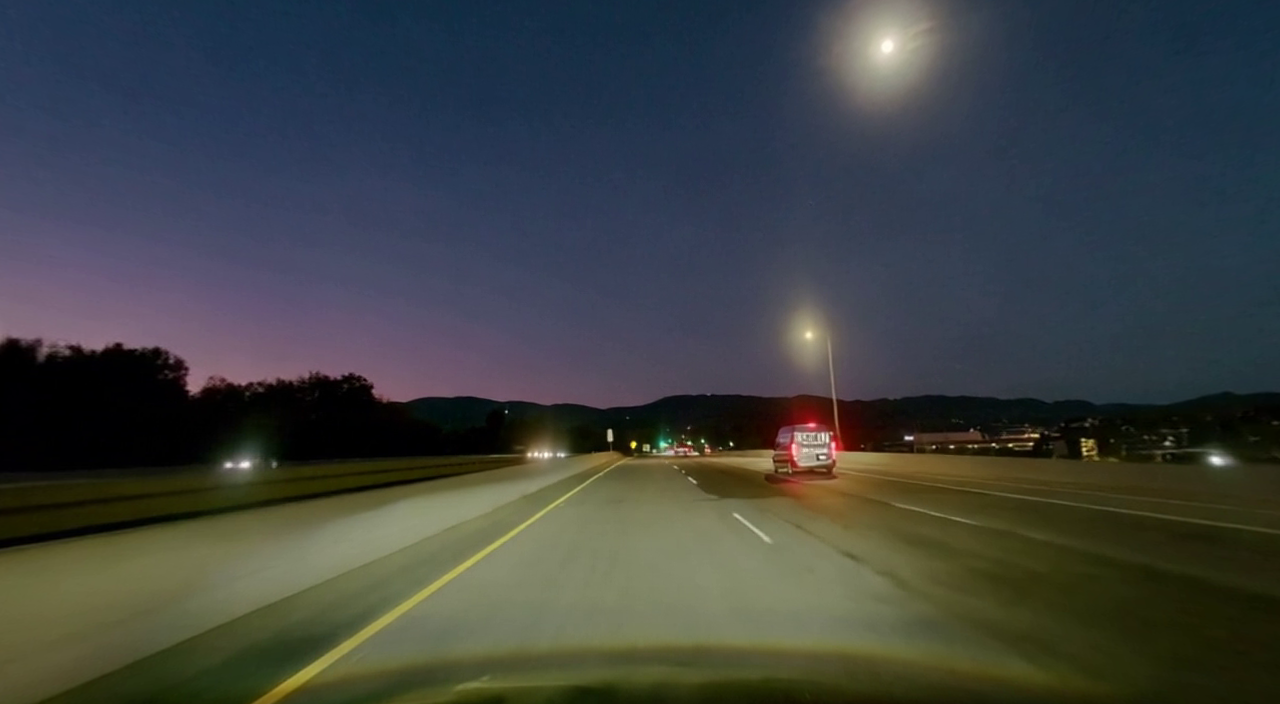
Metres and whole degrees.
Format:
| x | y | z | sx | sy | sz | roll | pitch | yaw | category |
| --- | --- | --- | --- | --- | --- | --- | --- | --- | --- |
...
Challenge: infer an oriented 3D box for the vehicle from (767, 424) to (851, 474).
| x | y | z | sx | sy | sz | roll | pitch | yaw | category |
| --- | --- | --- | --- | --- | --- | --- | --- | --- | --- |
| 7.540 | 4.410 | 28.891 | 2.275 | 2.059 | 5.543 | 0 | -8 | 0 | vehicle |

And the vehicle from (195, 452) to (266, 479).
| x | y | z | sx | sy | sz | roll | pitch | yaw | category |
| --- | --- | --- | --- | --- | --- | --- | --- | --- | --- |
| -31.896 | 8.825 | 49.299 | 2.188 | 1.776 | 5.000 | -3 | -8 | 0 | vehicle |
